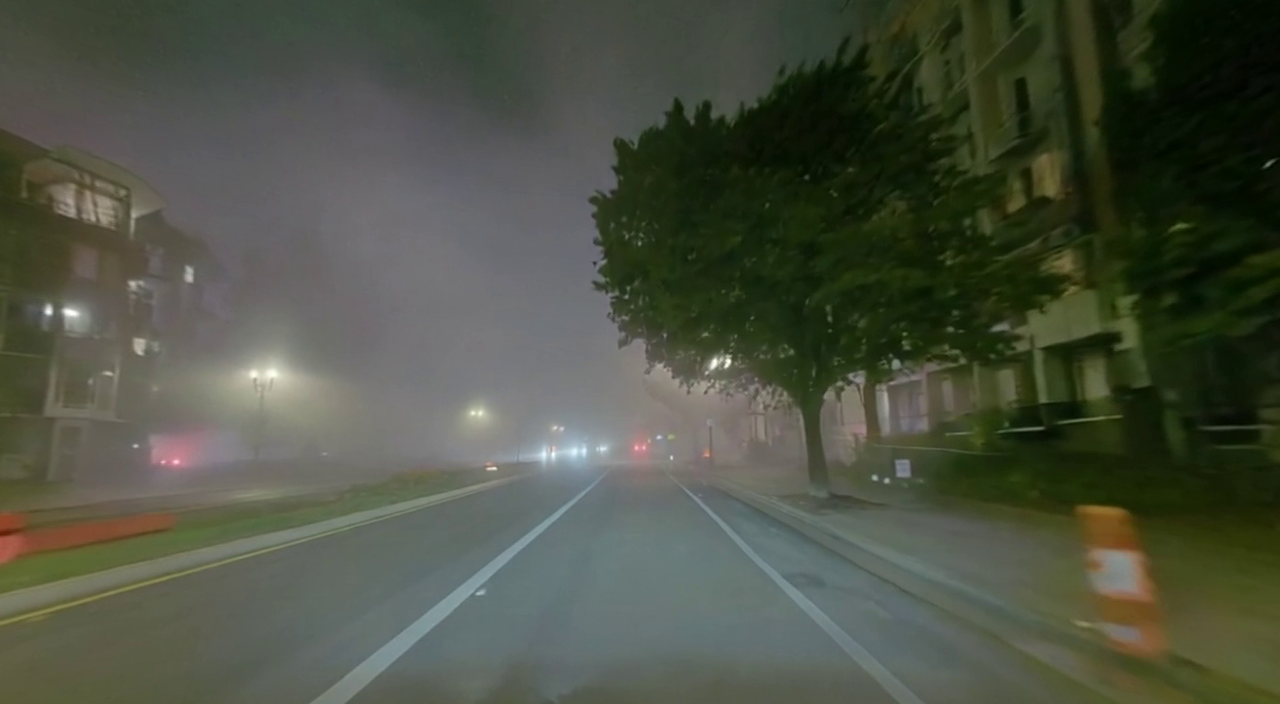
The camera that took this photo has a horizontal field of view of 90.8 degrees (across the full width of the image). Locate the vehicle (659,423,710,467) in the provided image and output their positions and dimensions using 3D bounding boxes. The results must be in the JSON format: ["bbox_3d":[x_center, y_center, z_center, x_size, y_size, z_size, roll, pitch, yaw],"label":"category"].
[{"bbox_3d":[2.861,6.134,41.683,2.849,2.686,3.176,-1,-8,-4],"label":"vehicle"}]
